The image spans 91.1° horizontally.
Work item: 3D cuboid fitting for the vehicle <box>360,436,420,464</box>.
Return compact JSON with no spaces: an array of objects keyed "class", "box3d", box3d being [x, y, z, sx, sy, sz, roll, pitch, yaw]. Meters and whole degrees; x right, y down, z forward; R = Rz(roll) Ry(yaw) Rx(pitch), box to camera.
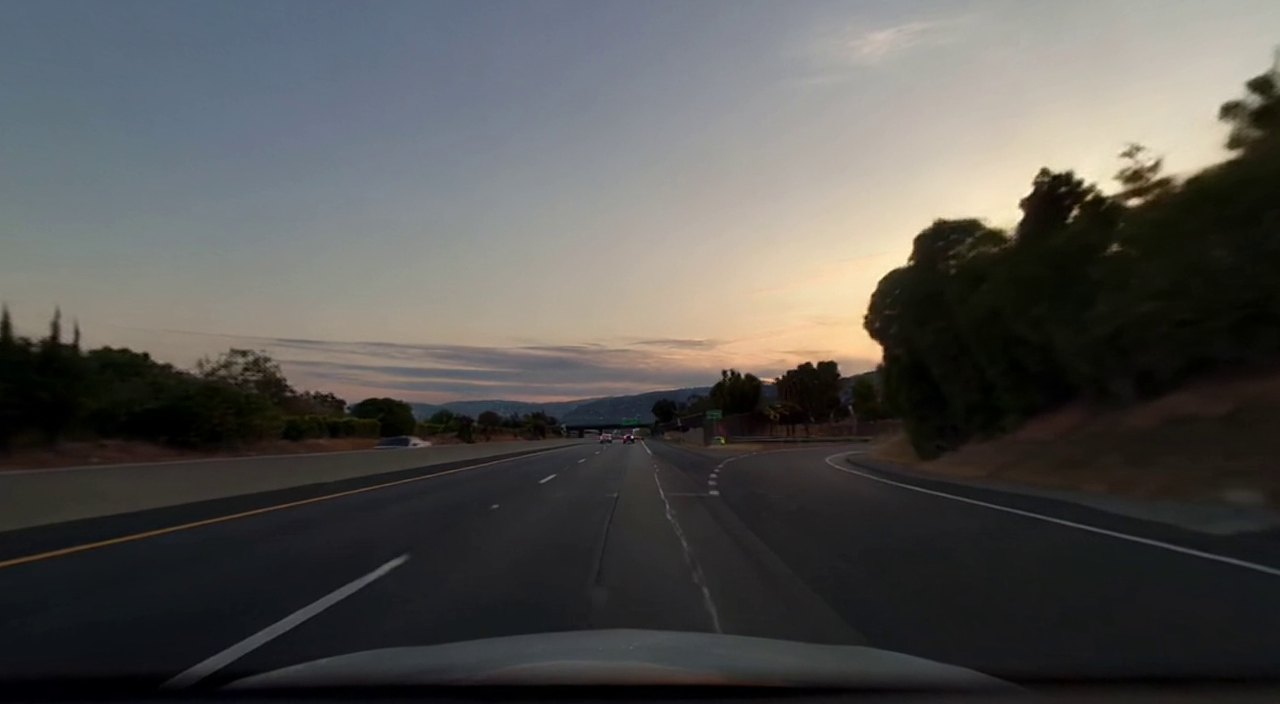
[{"class":"vehicle","box3d":[-17.599,6.895,44.568,2.126,1.840,5.293,0,-8,0]}]
